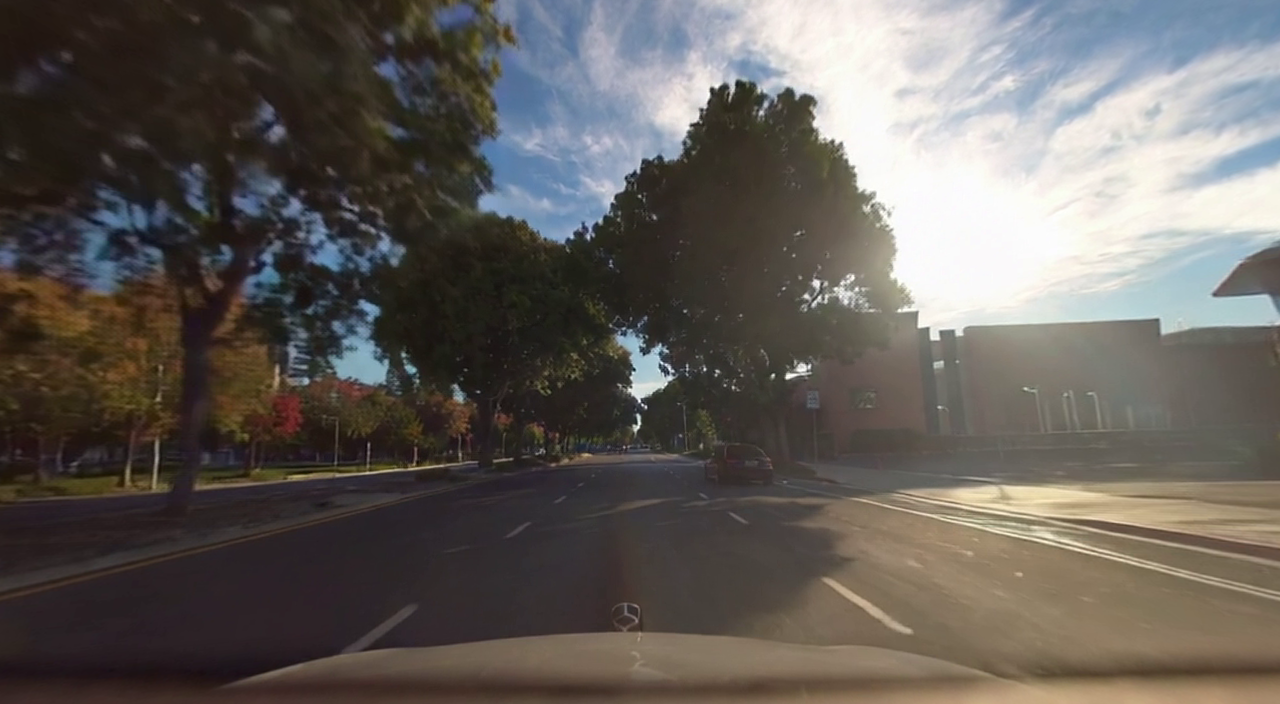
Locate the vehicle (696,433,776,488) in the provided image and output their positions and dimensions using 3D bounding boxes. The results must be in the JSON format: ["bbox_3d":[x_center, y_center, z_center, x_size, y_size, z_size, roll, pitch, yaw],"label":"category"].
[{"bbox_3d":[3.310,3.849,22.681,2.083,1.743,4.354,0,-9,-2],"label":"vehicle"}]

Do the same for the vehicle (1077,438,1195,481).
[{"bbox_3d":[21.363,4.640,27.406,1.858,1.578,3.708,-3,-9,-3],"label":"vehicle"}]
